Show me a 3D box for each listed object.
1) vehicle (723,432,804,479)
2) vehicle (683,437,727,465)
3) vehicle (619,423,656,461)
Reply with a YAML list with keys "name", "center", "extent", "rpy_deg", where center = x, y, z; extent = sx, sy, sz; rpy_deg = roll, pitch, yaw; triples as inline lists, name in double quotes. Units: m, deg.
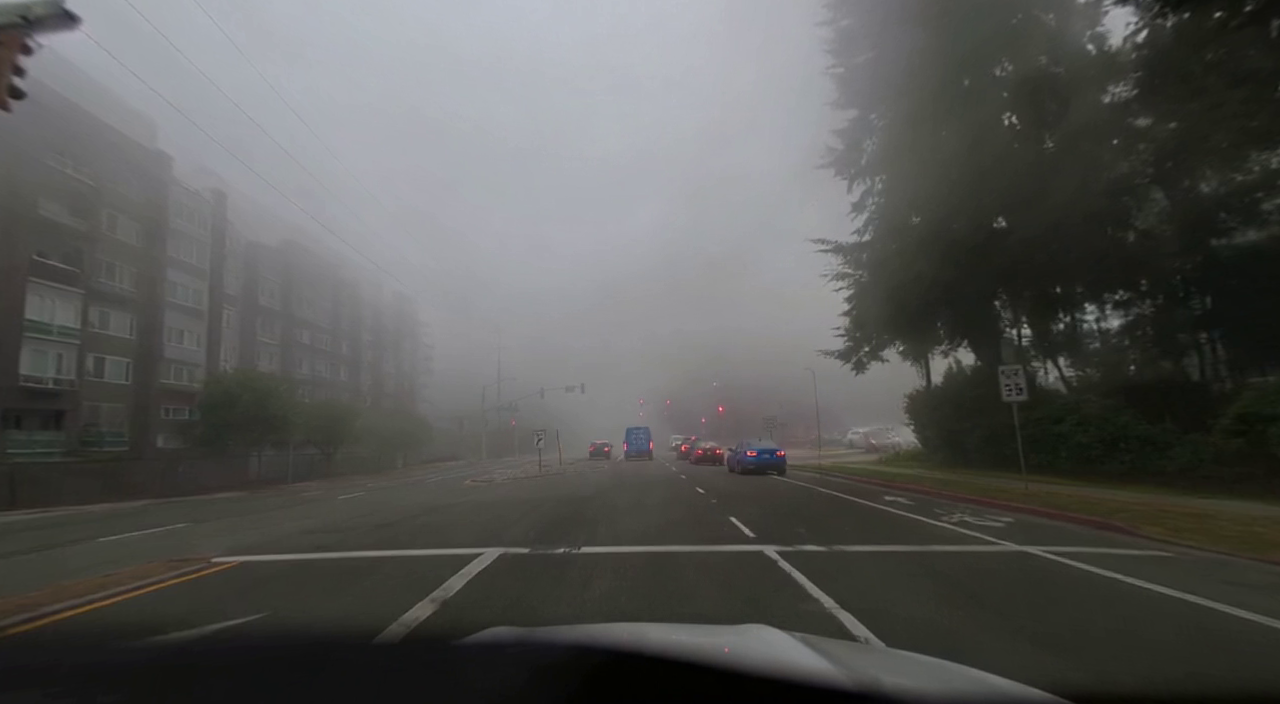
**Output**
- name: "vehicle"
  center: [4.311, 3.719, 22.848]
  extent: [1.967, 1.506, 4.968]
  rpy_deg: [0, -8, 0]
- name: "vehicle"
  center: [3.636, 5.630, 36.060]
  extent: [1.951, 1.483, 4.582]
  rpy_deg: [0, -8, -1]
- name: "vehicle"
  center: [-0.166, 6.362, 44.382]
  extent: [2.422, 2.488, 4.992]
  rpy_deg: [0, -8, 0]
